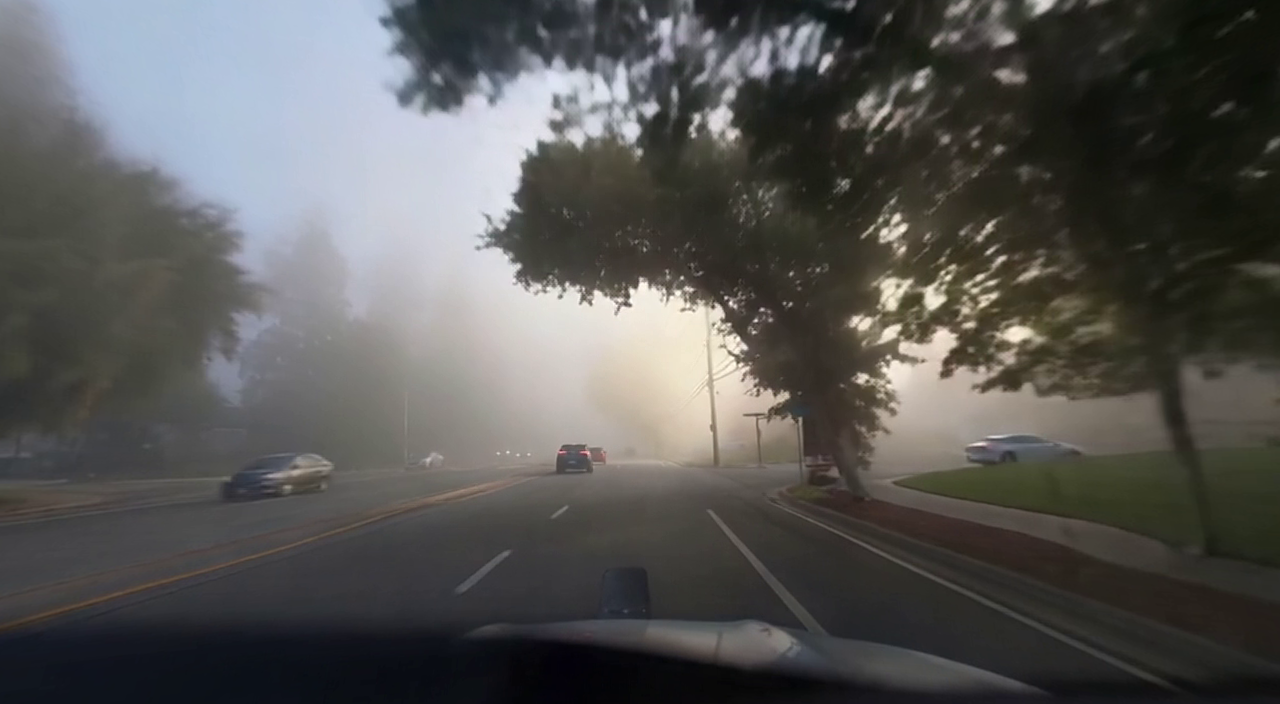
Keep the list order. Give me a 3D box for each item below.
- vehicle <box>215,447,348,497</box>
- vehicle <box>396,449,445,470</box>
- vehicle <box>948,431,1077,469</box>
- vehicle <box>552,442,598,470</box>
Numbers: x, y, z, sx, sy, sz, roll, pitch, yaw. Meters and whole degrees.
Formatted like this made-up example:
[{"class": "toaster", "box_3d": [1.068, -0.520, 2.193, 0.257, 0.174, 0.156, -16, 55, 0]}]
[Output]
[{"class": "vehicle", "box_3d": [-12.042, 4.029, 21.604, 1.970, 1.496, 4.512, 0, -8, -1]}, {"class": "vehicle", "box_3d": [-16.365, 8.010, 47.239, 1.937, 1.480, 4.755, 0, -8, -1]}, {"class": "vehicle", "box_3d": [18.035, 4.758, 30.670, 4.904, 1.735, 2.270, 1, -8, -6]}, {"class": "vehicle", "box_3d": [-3.573, 5.790, 35.345, 2.084, 1.466, 4.522, 0, -8, 0]}]
